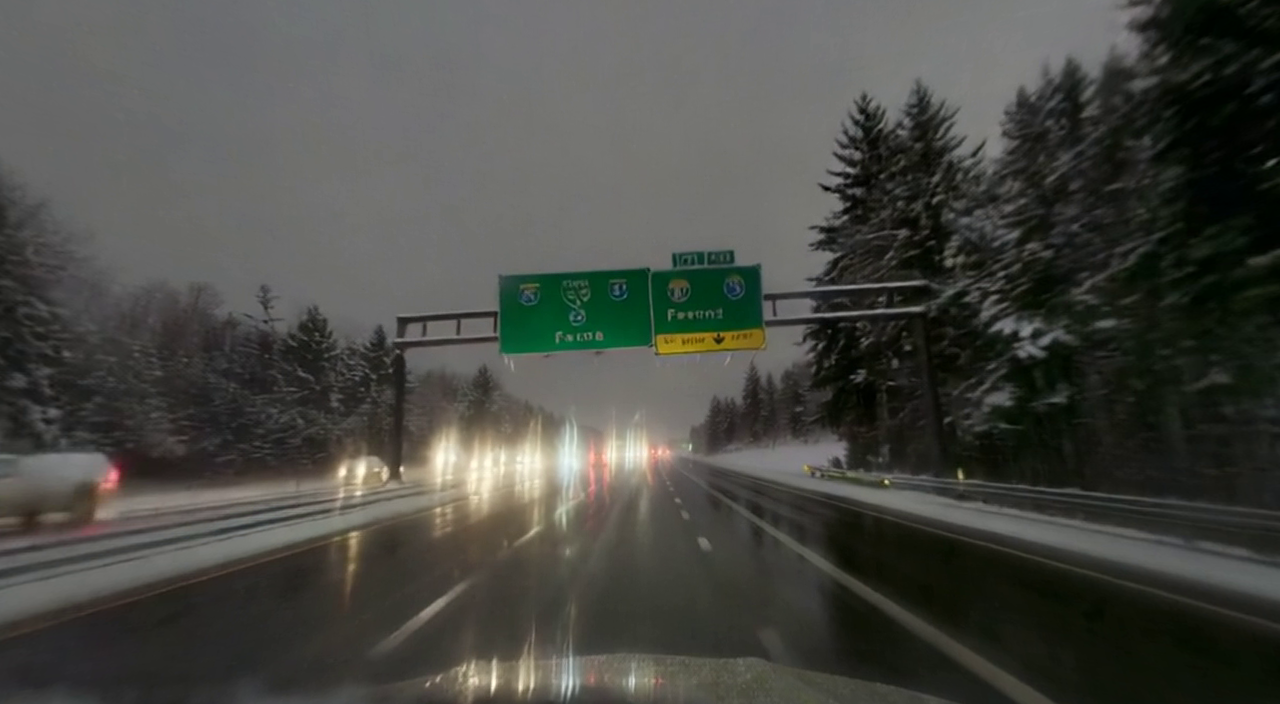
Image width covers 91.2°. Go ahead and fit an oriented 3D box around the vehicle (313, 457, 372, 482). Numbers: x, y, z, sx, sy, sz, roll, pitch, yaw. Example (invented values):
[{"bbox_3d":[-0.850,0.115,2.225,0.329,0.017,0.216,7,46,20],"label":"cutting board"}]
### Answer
[{"bbox_3d":[-19.349,7.618,40.902,1.800,1.493,3.928,0,-9,2],"label":"vehicle"}]
